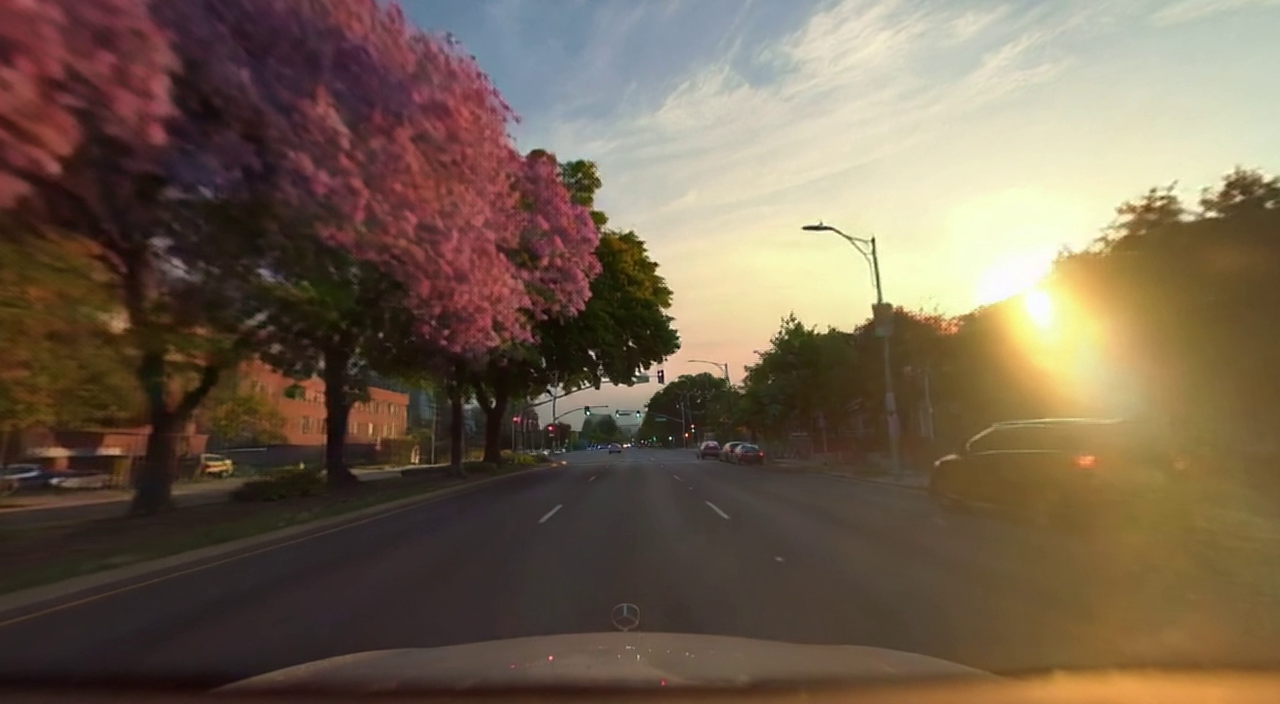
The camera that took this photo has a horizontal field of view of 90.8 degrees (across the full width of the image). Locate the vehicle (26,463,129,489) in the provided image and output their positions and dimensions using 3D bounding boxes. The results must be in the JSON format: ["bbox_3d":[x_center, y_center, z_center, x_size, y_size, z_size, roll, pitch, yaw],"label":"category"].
[{"bbox_3d":[-34.022,7.502,38.327,4.077,1.429,1.997,3,-9,-18],"label":"vehicle"}]

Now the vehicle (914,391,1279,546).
[{"bbox_3d":[6.941,1.807,10.392,2.450,1.892,5.107,0,-9,-2],"label":"vehicle"}]

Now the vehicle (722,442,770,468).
[{"bbox_3d":[6.470,6.358,39.235,1.891,1.456,4.909,0,-9,-3],"label":"vehicle"}]
